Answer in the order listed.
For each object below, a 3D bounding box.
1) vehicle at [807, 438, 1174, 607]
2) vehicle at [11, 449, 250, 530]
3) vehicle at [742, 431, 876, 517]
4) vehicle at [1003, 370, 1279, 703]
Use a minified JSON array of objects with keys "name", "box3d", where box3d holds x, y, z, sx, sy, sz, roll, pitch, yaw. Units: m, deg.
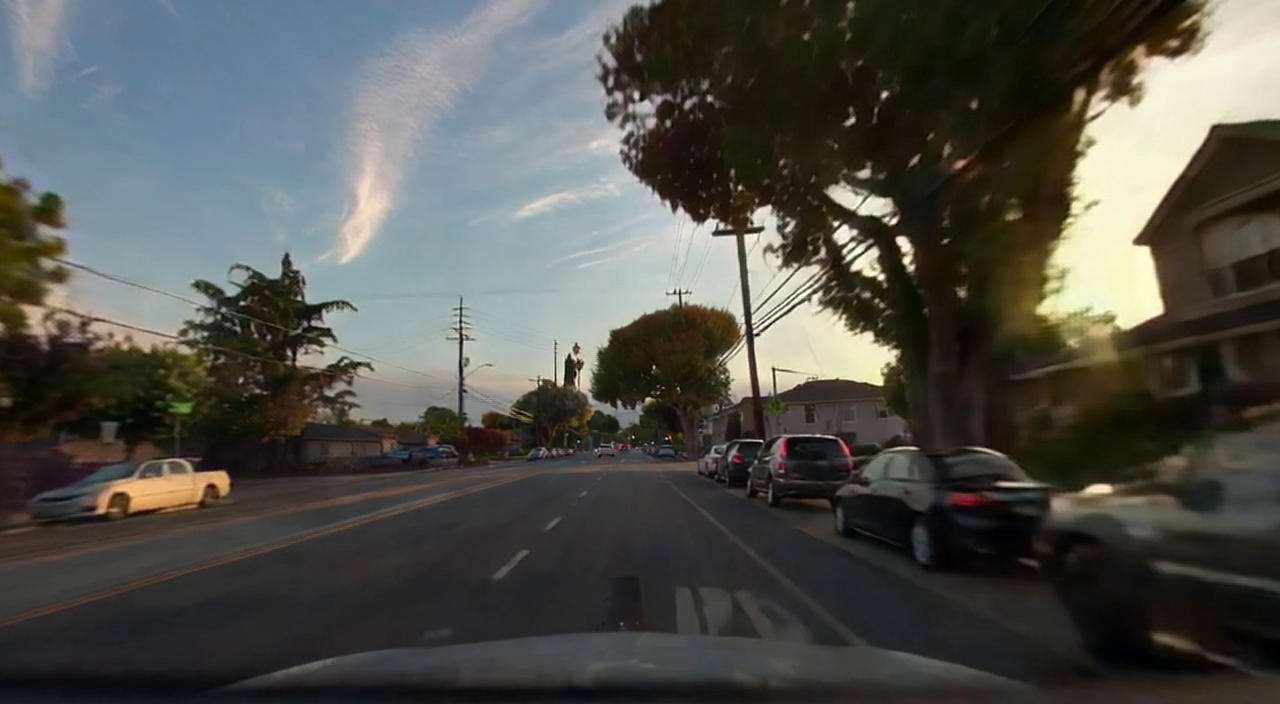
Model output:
[{"name":"vehicle","box3d":[3.759,1.880,8.039,1.865,1.477,4.741,0,-9,-1]},{"name":"vehicle","box3d":[-13.788,3.678,17.778,2.229,1.878,5.540,1,-9,-2]},{"name":"vehicle","box3d":[3.746,2.792,14.873,1.852,1.715,4.110,0,-9,-2]},{"name":"vehicle","box3d":[3.856,0.907,2.498,1.914,1.737,4.703,0,-9,-2]}]
